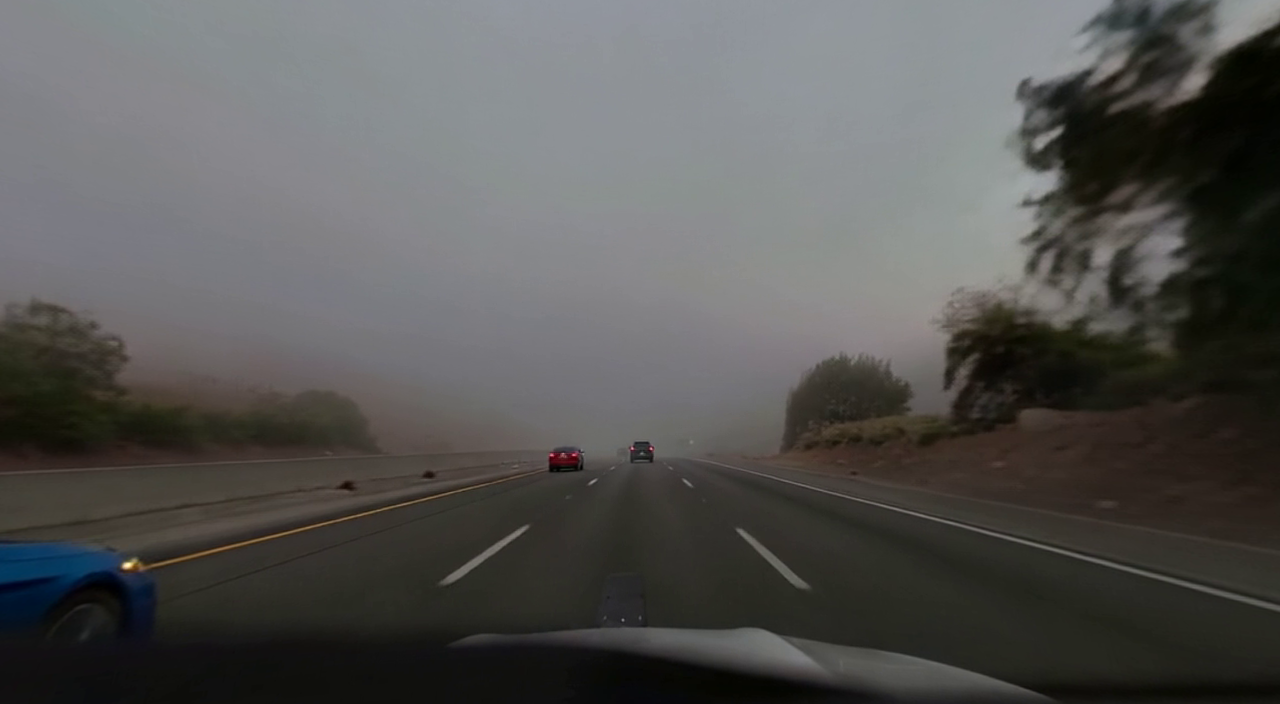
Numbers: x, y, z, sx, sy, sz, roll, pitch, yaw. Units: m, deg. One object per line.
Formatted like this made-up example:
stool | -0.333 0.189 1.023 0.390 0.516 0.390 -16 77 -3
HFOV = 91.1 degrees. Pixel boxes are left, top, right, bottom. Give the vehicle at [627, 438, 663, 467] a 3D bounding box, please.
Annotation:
vehicle | 0.290 6.785 42.473 2.272 1.836 4.866 0 -9 0

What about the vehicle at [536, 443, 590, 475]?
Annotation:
vehicle | -3.742 5.299 31.431 2.082 1.485 4.237 0 -9 1
